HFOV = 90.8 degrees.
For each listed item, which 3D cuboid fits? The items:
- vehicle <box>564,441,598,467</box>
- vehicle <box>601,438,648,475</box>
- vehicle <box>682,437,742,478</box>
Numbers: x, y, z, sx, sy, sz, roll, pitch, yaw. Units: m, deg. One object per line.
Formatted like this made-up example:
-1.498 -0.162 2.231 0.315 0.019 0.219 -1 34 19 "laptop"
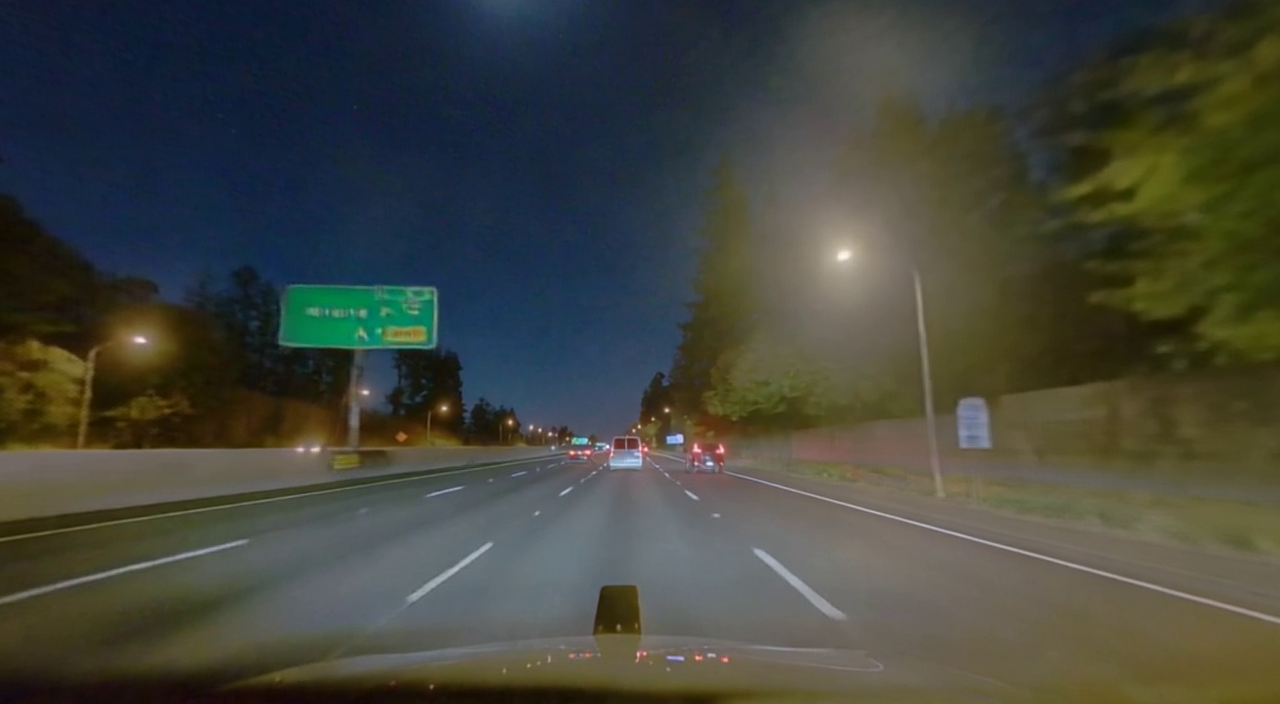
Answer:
-4.109 7.231 44.834 2.023 1.709 4.263 0 -8 0 "vehicle"
-0.780 5.382 32.718 2.297 1.783 4.355 0 -8 -1 "vehicle"
3.233 4.841 29.238 2.160 1.759 4.214 0 -8 -2 "vehicle"
